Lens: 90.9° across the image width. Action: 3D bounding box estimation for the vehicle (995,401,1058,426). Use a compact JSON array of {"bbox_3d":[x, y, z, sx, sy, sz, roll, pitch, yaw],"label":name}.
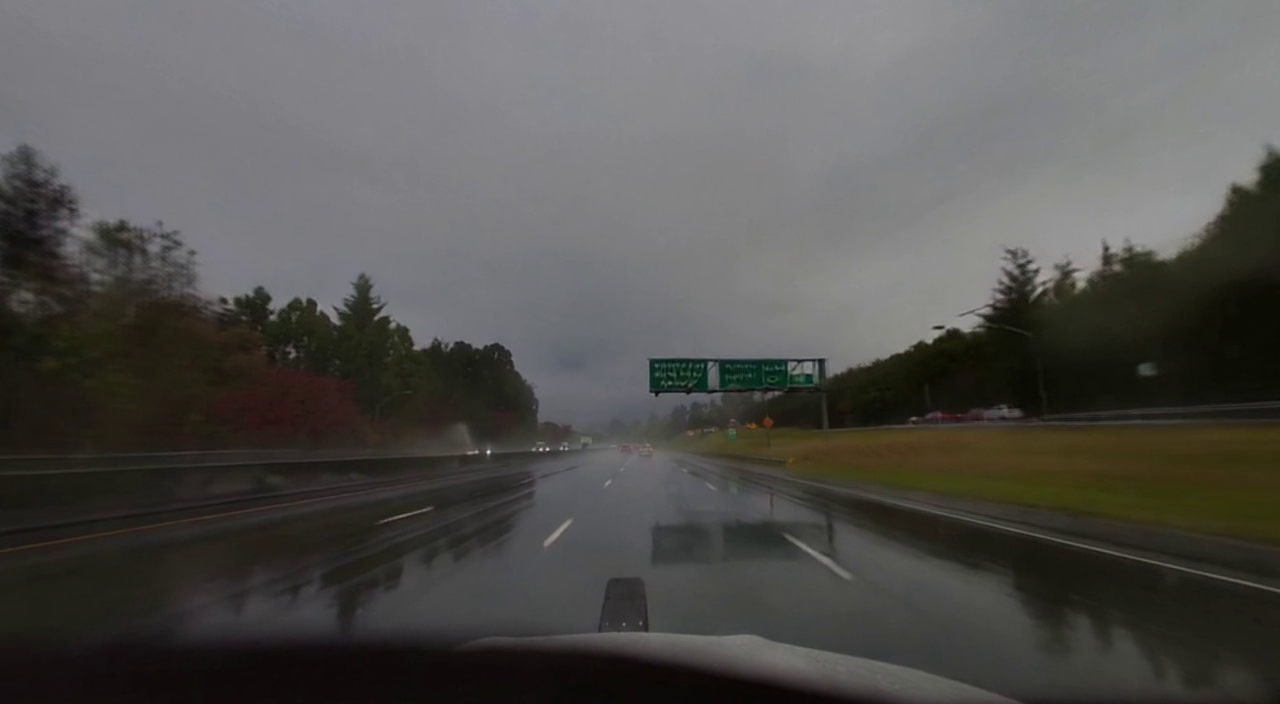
[{"bbox_3d":[29.695,4.763,48.399,4.910,1.740,2.006,5,-10,-32],"label":"vehicle"}]
